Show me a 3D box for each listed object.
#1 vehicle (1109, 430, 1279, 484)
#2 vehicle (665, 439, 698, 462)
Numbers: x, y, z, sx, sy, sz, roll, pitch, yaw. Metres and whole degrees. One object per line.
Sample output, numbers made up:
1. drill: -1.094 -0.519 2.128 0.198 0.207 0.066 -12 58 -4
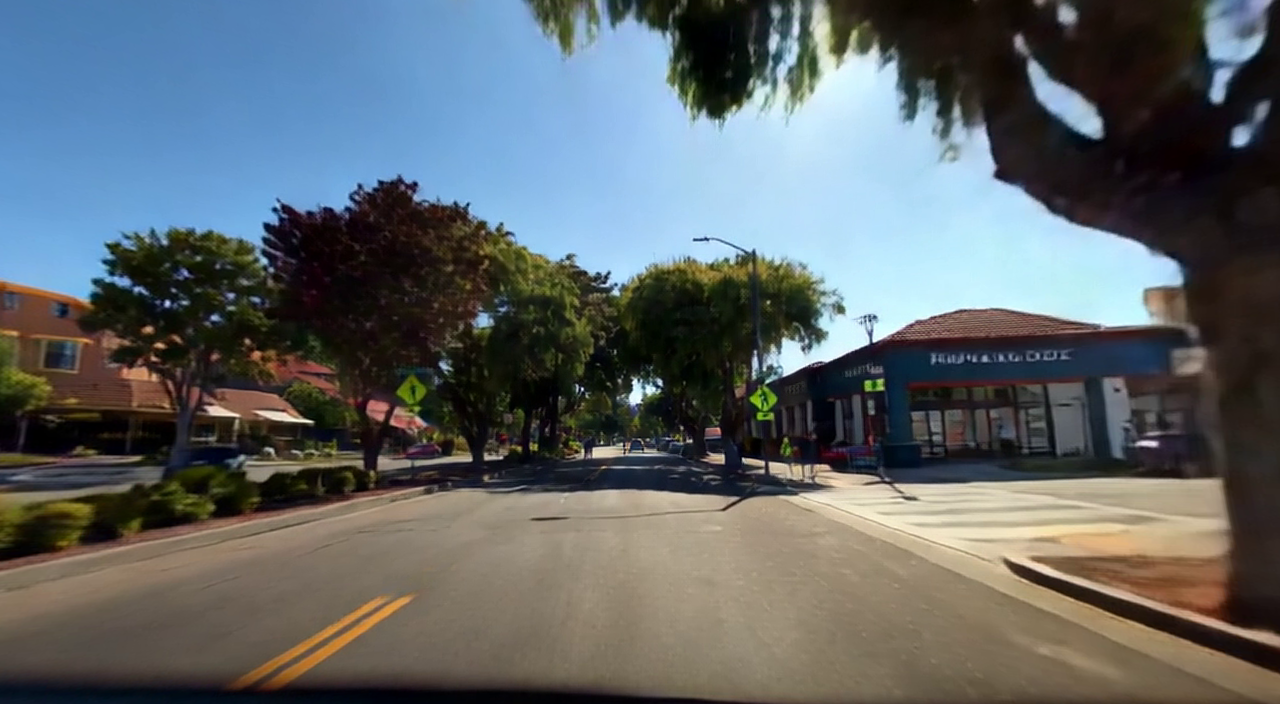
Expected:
1. vehicle: 16.693 2.996 18.193 4.563 1.457 2.139 -1 -8 6
2. vehicle: 2.985 7.147 45.916 2.152 1.527 4.010 0 -9 0
